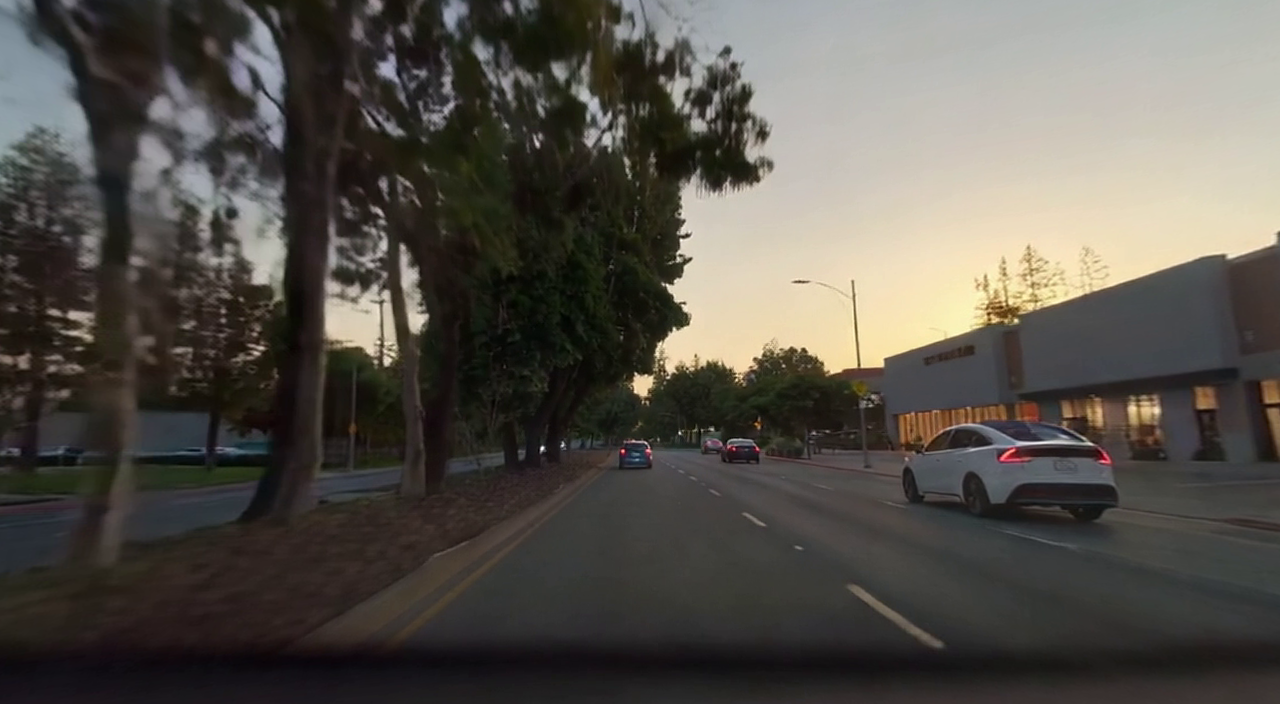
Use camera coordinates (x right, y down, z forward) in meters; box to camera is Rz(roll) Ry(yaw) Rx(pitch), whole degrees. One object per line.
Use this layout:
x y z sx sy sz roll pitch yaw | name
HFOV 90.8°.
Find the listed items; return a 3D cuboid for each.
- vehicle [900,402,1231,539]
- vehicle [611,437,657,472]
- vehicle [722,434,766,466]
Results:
7.206 2.087 11.839 2.240 1.923 5.678 0 -8 0 | vehicle
-0.291 4.909 30.502 2.037 1.568 3.693 0 -8 -1 | vehicle
6.496 6.193 40.035 1.955 1.845 4.538 0 -8 -1 | vehicle
